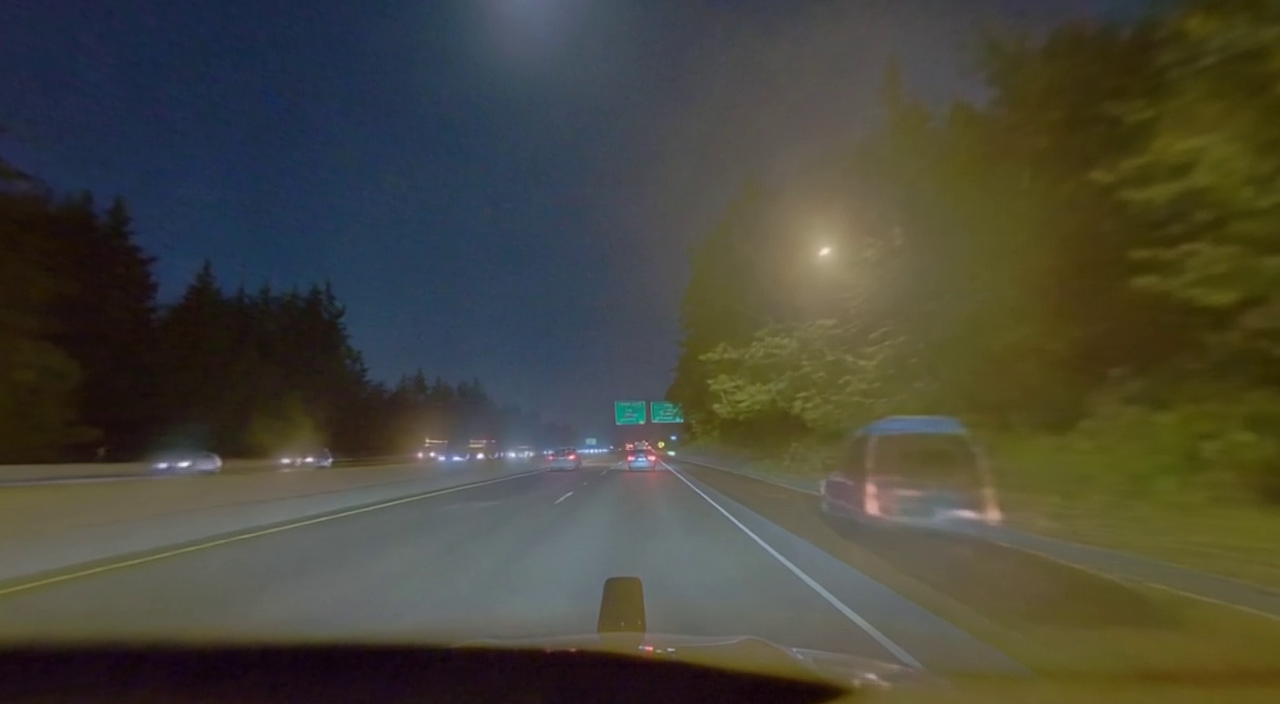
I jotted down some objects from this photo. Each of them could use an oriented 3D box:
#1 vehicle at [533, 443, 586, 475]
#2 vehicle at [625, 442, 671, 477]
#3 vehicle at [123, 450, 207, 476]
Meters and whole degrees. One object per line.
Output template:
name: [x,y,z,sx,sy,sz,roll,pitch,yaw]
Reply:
vehicle: [-4.026,5.449,32.258,2.081,1.534,4.543,0,-9,1]
vehicle: [0.360,4.874,28.696,1.960,1.456,3.818,0,-9,1]
vehicle: [-29.403,6.859,39.194,1.908,1.496,4.403,0,-9,-2]
